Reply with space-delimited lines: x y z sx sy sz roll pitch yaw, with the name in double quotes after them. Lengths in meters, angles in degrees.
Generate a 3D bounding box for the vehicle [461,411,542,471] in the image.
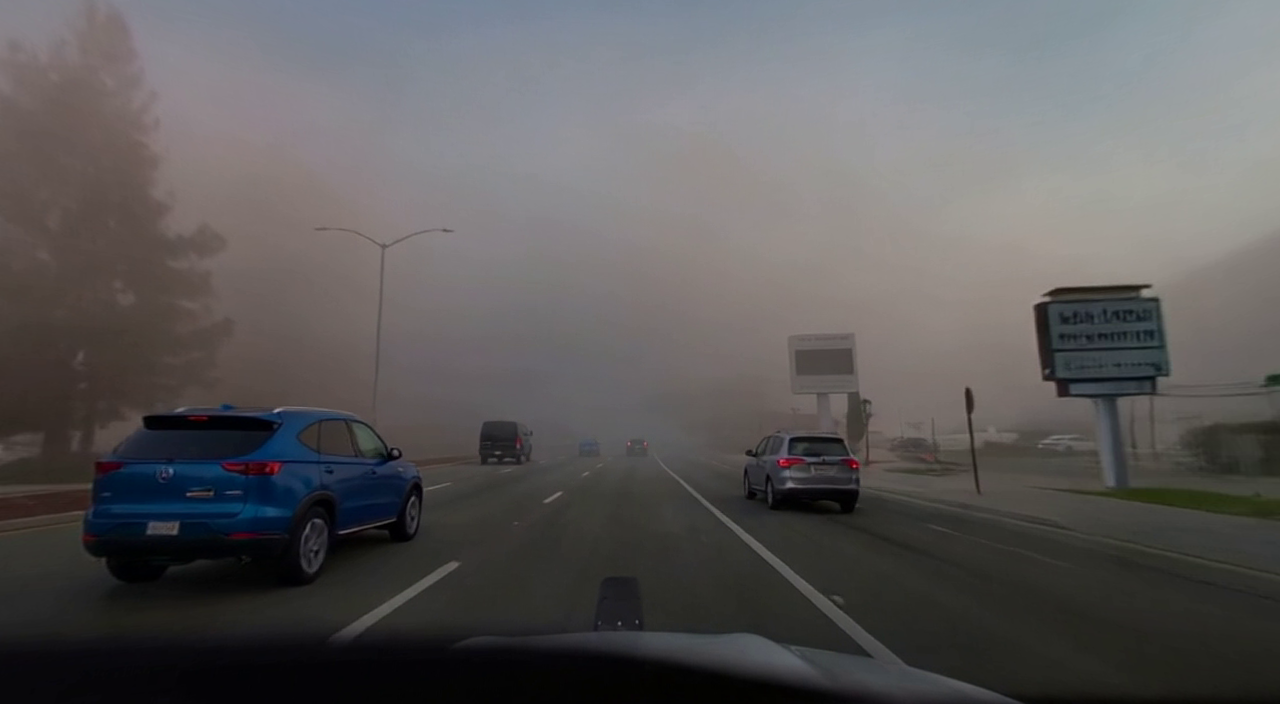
-6.474 4.332 30.411 2.863 2.592 6.410 1 -9 -4 "vehicle"

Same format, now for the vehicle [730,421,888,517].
3.563 2.594 14.429 2.167 1.792 4.835 0 -9 -2 "vehicle"

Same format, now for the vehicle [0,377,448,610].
-3.850 1.388 6.975 2.038 1.748 4.303 0 -9 1 "vehicle"
